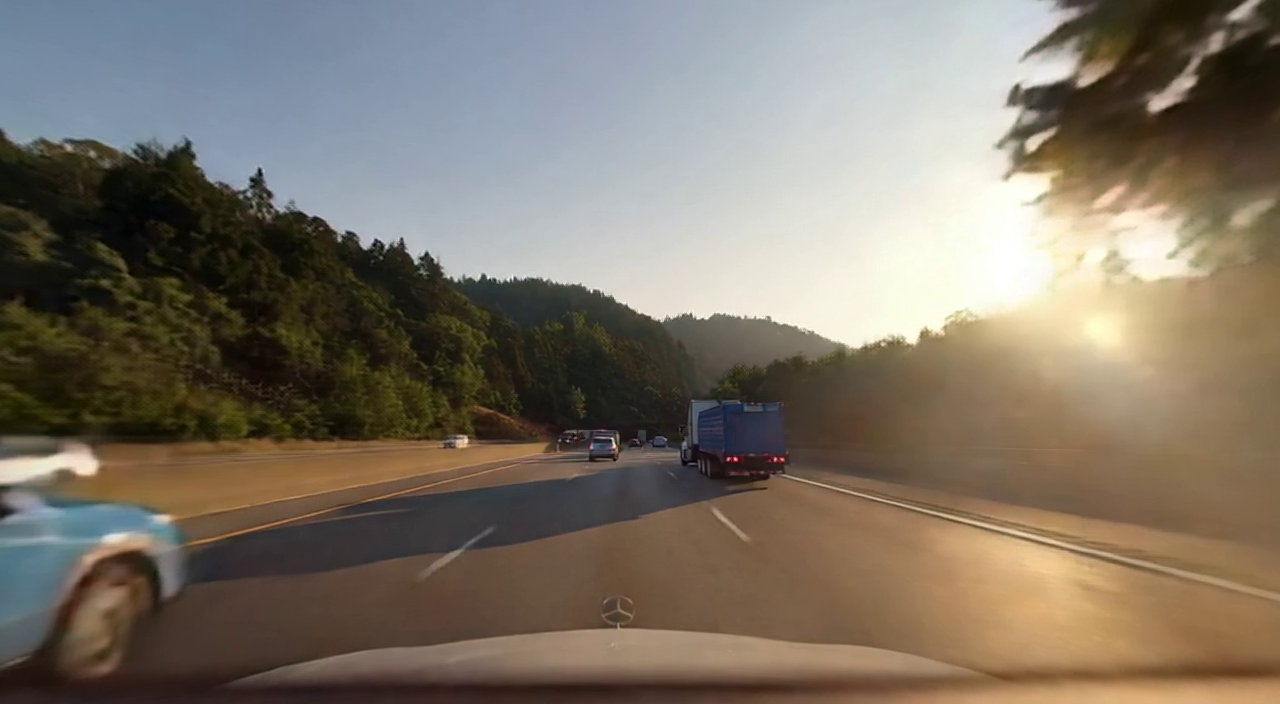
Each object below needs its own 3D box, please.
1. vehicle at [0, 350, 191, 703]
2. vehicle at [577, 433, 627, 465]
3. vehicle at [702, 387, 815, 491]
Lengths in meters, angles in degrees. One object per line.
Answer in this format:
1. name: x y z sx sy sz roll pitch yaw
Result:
1. vehicle: -3.125 0.625 0.852 2.008 1.588 4.147 0 -8 -1
2. vehicle: -1.882 5.036 33.033 2.195 1.529 4.572 0 -8 2
3. vehicle: 3.136 2.418 17.692 2.256 2.568 4.049 0 -8 -1
